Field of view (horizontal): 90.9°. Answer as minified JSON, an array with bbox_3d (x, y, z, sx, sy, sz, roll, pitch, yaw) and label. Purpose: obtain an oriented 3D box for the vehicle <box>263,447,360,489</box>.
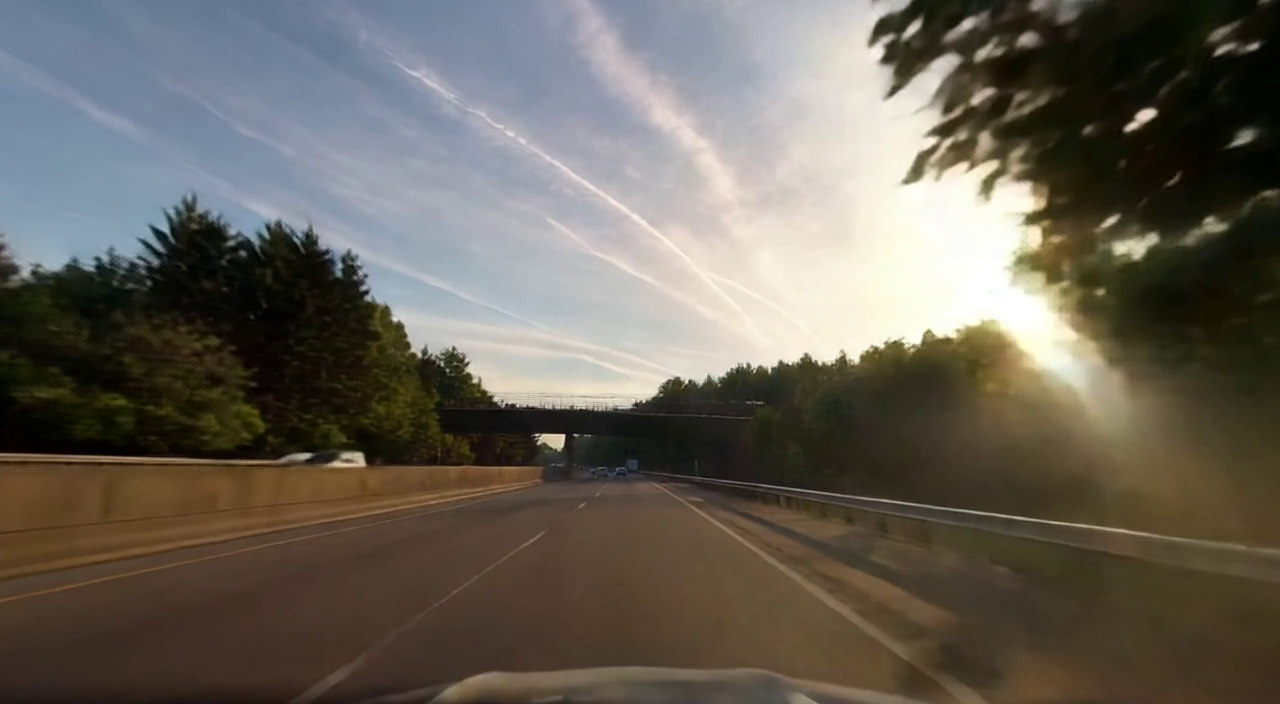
[{"bbox_3d":[-13.292,4.749,25.759,1.815,1.537,3.842,1,-11,0],"label":"vehicle"}]
